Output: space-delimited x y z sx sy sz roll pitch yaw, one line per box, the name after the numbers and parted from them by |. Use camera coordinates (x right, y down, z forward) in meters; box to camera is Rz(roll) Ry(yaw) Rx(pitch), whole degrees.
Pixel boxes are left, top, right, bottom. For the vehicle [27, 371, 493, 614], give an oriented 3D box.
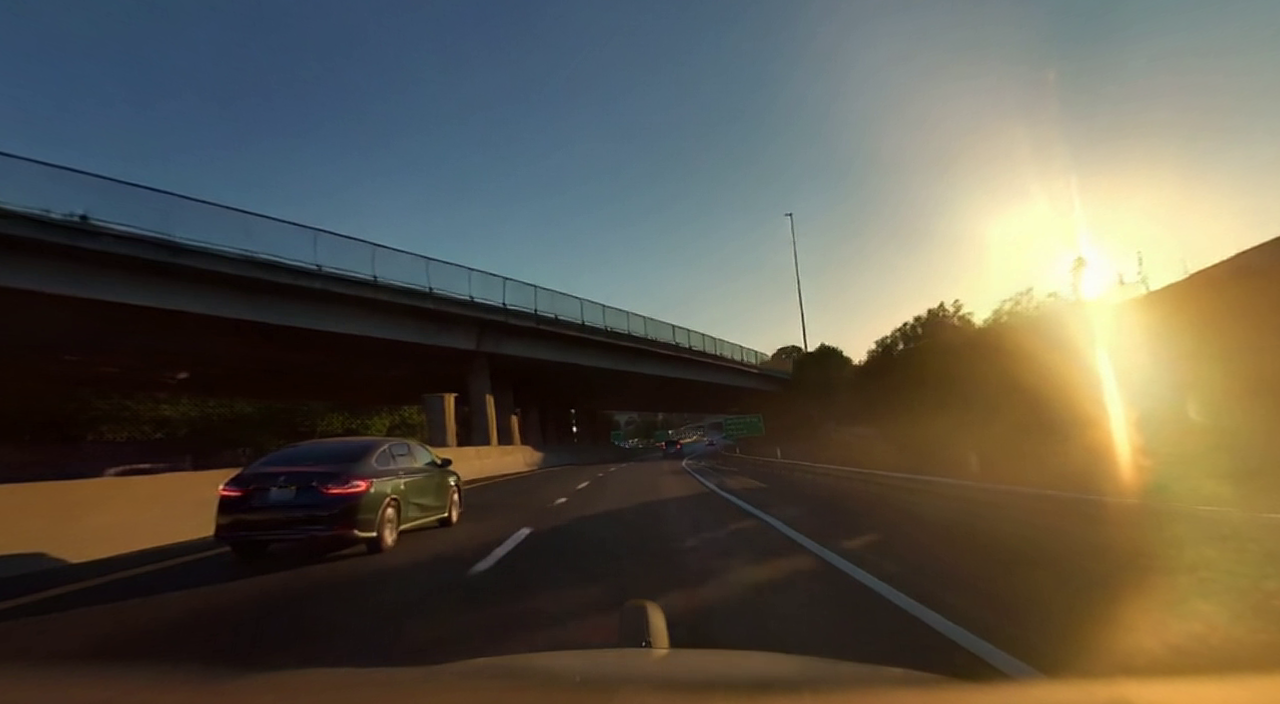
-3.613 1.516 7.842 2.143 1.851 5.817 -1 -9 0 | vehicle
